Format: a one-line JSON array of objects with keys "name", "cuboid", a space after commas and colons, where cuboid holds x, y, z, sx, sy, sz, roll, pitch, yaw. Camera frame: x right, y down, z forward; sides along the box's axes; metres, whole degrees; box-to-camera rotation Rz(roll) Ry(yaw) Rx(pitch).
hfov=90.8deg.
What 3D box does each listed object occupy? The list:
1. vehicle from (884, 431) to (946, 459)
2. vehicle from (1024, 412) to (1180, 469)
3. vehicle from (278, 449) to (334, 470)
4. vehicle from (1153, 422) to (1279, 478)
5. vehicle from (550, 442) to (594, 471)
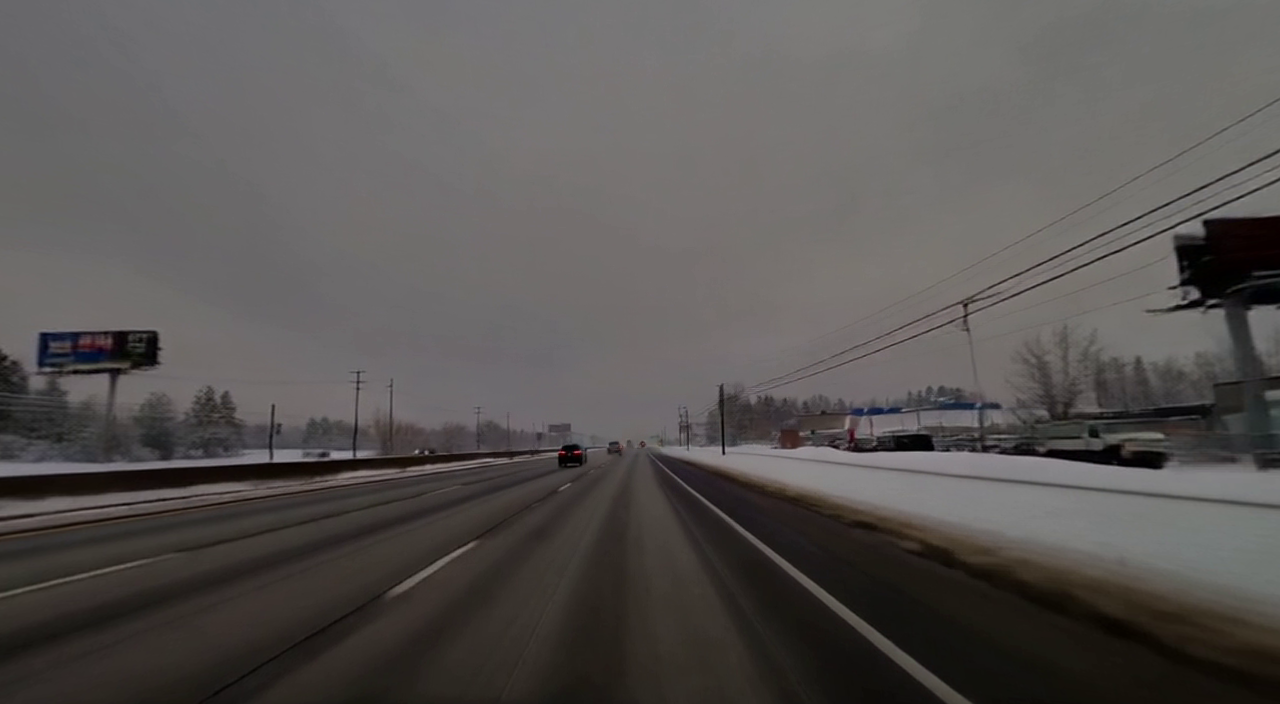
[{"name": "vehicle", "cuboid": [19.018, 6.471, 43.944, 2.037, 1.794, 4.897, 0, -8, -1]}, {"name": "vehicle", "cuboid": [18.749, 3.686, 26.103, 2.165, 2.077, 5.451, 0, -8, -1]}, {"name": "vehicle", "cuboid": [-25.188, 8.116, 47.835, 1.796, 1.482, 4.512, 0, -8, 0]}, {"name": "vehicle", "cuboid": [18.954, 3.065, 19.828, 1.758, 1.580, 4.583, 0, -8, -1]}, {"name": "vehicle", "cuboid": [-3.796, 5.894, 35.912, 1.940, 1.479, 4.545, 0, -8, 1]}]
